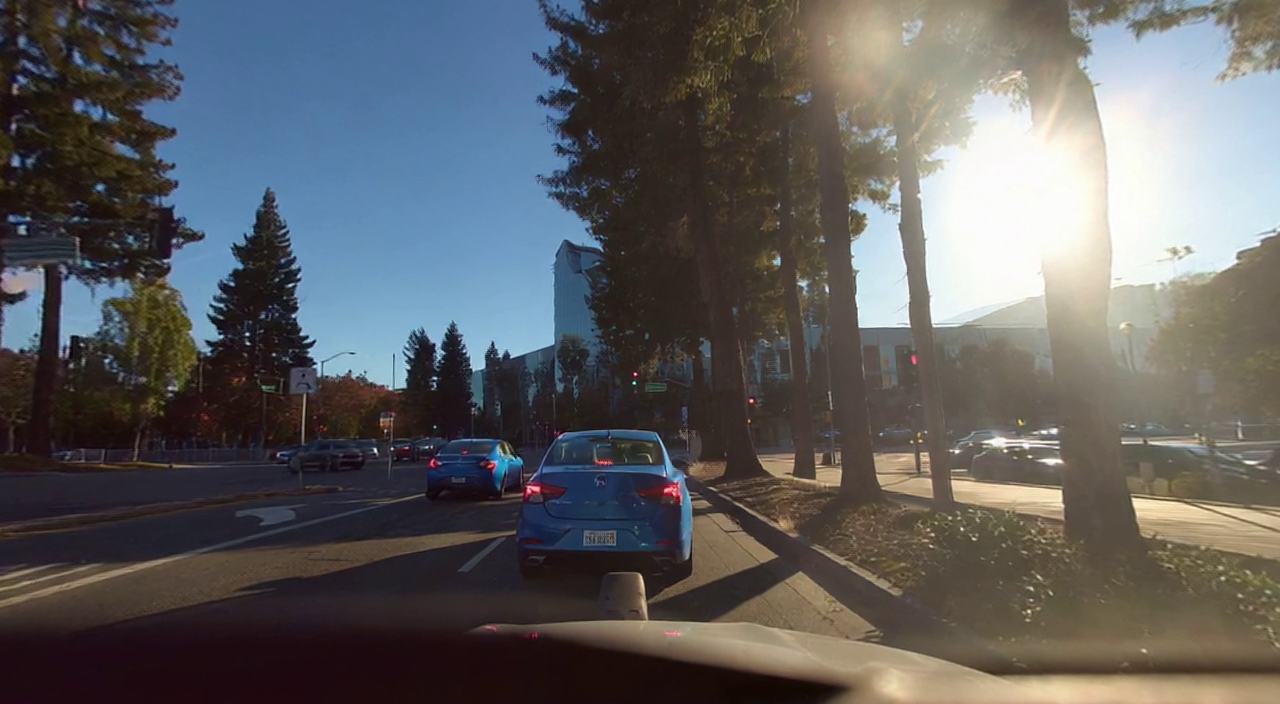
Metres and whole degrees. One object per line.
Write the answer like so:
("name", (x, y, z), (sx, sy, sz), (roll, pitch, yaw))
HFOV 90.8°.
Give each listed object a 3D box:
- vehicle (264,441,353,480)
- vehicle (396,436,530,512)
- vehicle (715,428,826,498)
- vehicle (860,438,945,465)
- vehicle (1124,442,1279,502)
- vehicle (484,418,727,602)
("vehicle", (-16.441, 5.393, 31.629), (2.101, 1.776, 4.550), (0, -8, -2))
("vehicle", (-3.780, 2.658, 14.255), (1.998, 1.452, 3.773), (0, -8, -1))
("vehicle", (3.421, 3.012, 17.511), (2.028, 1.678, 4.220), (0, -8, -2))
("vehicle", (16.088, 6.091, 38.846), (4.419, 1.619, 1.894), (1, -9, -8))
("vehicle", (15.182, 3.035, 16.272), (3.951, 1.418, 1.842), (0, -8, -3))
("vehicle", (-0.353, 1.645, 7.506), (2.045, 1.533, 4.183), (0, -8, -2))
